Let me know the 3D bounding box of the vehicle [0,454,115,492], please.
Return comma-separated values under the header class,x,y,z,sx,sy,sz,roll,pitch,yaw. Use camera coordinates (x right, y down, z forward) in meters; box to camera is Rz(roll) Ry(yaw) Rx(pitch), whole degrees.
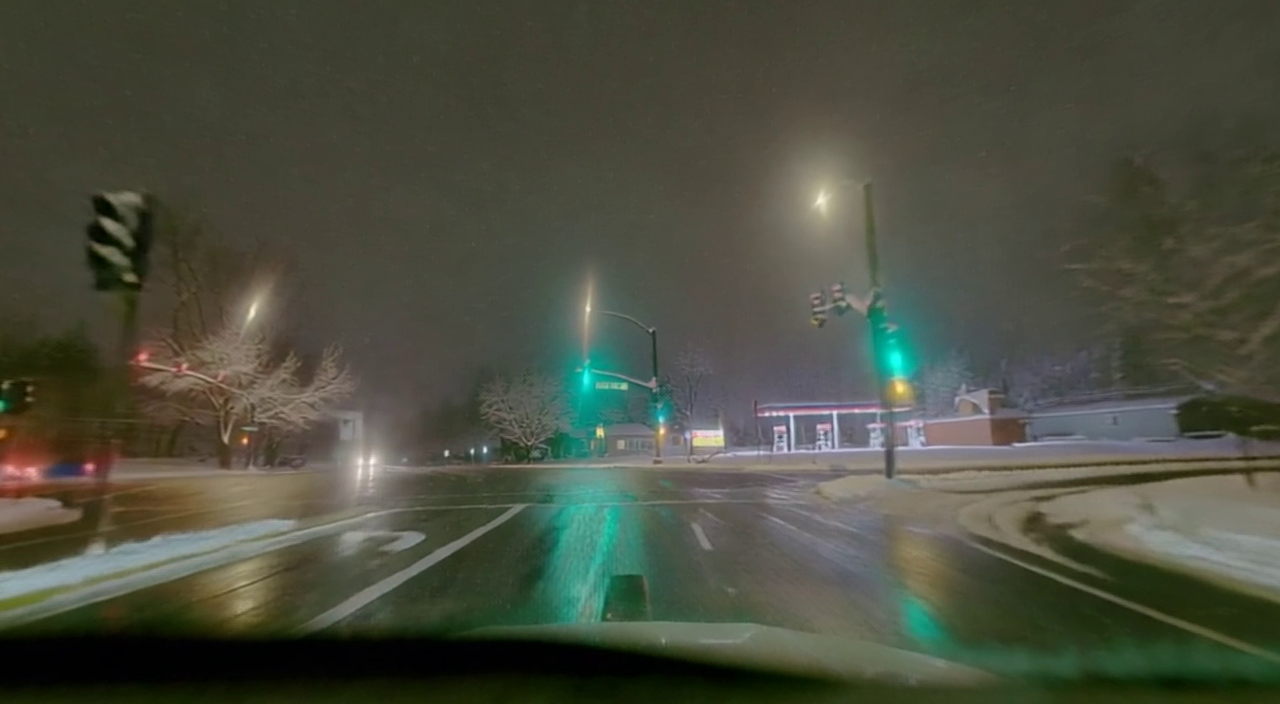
class,x,y,z,sx,sy,sz,roll,pitch,yaw
vehicle,-28.419,5.858,30.585,4.559,1.608,1.961,-3,-7,10
